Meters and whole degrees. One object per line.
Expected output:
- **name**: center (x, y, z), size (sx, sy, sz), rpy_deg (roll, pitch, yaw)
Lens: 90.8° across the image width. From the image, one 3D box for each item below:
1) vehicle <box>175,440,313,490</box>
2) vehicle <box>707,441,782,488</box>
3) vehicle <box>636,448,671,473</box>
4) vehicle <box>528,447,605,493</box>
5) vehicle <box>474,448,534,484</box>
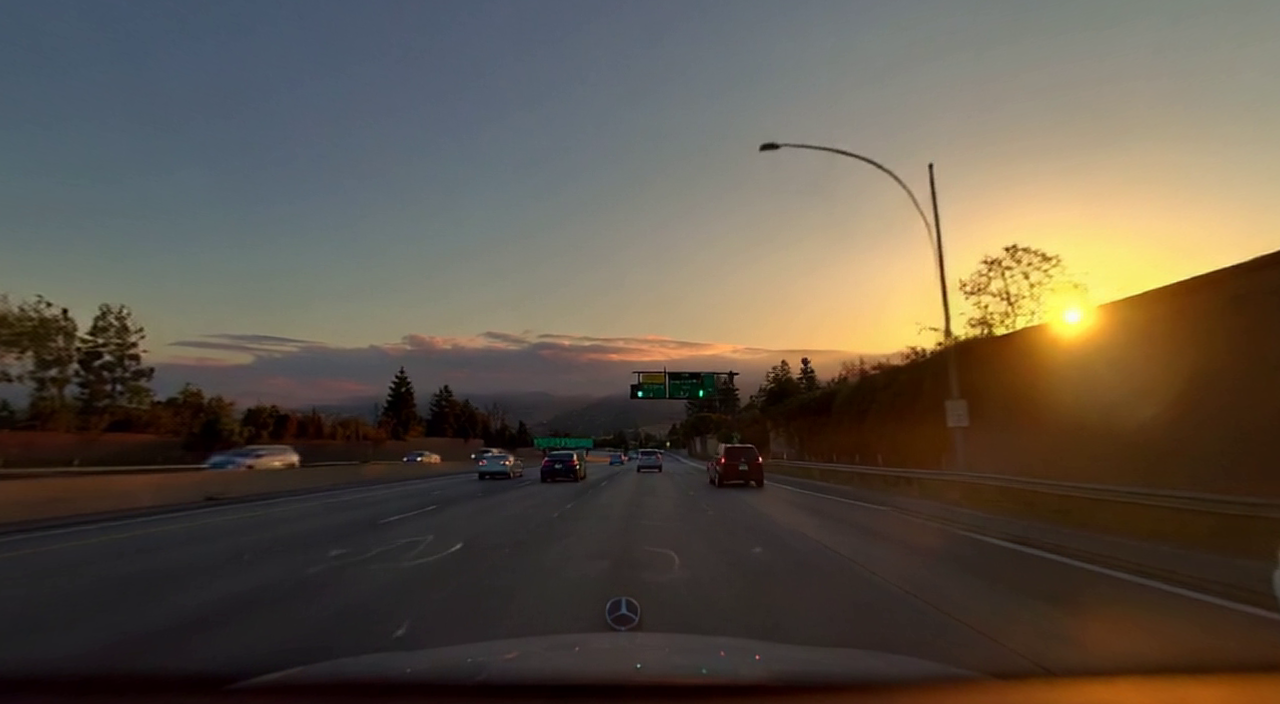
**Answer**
- **vehicle**: center (-15.482, 4.412, 25.114), size (2.213, 1.749, 4.890), rpy_deg (0, -9, 2)
- **vehicle**: center (4.116, 4.527, 25.741), size (2.320, 1.735, 4.408), rpy_deg (0, -9, 0)
- **vehicle**: center (1.023, 7.948, 46.402), size (2.408, 1.748, 4.217), rpy_deg (0, -9, 2)
- **vehicle**: center (-2.557, 4.241, 23.201), size (2.130, 1.514, 4.766), rpy_deg (0, -9, 1)
- **vehicle**: center (-6.022, 5.055, 28.360), size (1.835, 1.504, 3.612), rpy_deg (0, -9, 1)
